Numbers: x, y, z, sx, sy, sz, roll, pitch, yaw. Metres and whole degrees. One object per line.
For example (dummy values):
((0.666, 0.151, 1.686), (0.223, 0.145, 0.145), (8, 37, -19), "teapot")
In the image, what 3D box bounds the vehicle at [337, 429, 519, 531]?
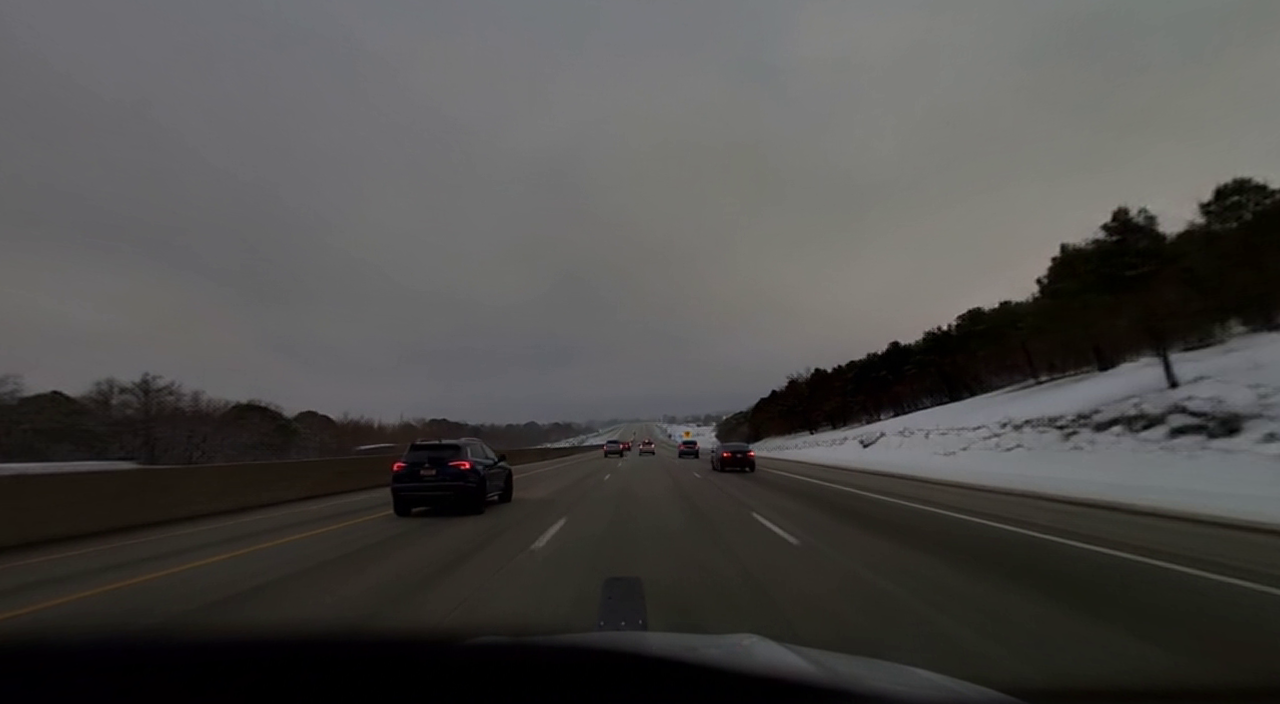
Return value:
((-3.575, 2.214, 11.508), (1.910, 1.521, 3.930), (0, -8, 1), "vehicle")

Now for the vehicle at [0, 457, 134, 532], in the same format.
((-39.115, 8.719, 38.505), (2.899, 4.149, 16.070), (0, -8, 1), "vehicle")

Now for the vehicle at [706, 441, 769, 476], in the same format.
((3.921, 4.340, 25.975), (1.976, 1.352, 3.602), (0, -8, -1), "vehicle")
